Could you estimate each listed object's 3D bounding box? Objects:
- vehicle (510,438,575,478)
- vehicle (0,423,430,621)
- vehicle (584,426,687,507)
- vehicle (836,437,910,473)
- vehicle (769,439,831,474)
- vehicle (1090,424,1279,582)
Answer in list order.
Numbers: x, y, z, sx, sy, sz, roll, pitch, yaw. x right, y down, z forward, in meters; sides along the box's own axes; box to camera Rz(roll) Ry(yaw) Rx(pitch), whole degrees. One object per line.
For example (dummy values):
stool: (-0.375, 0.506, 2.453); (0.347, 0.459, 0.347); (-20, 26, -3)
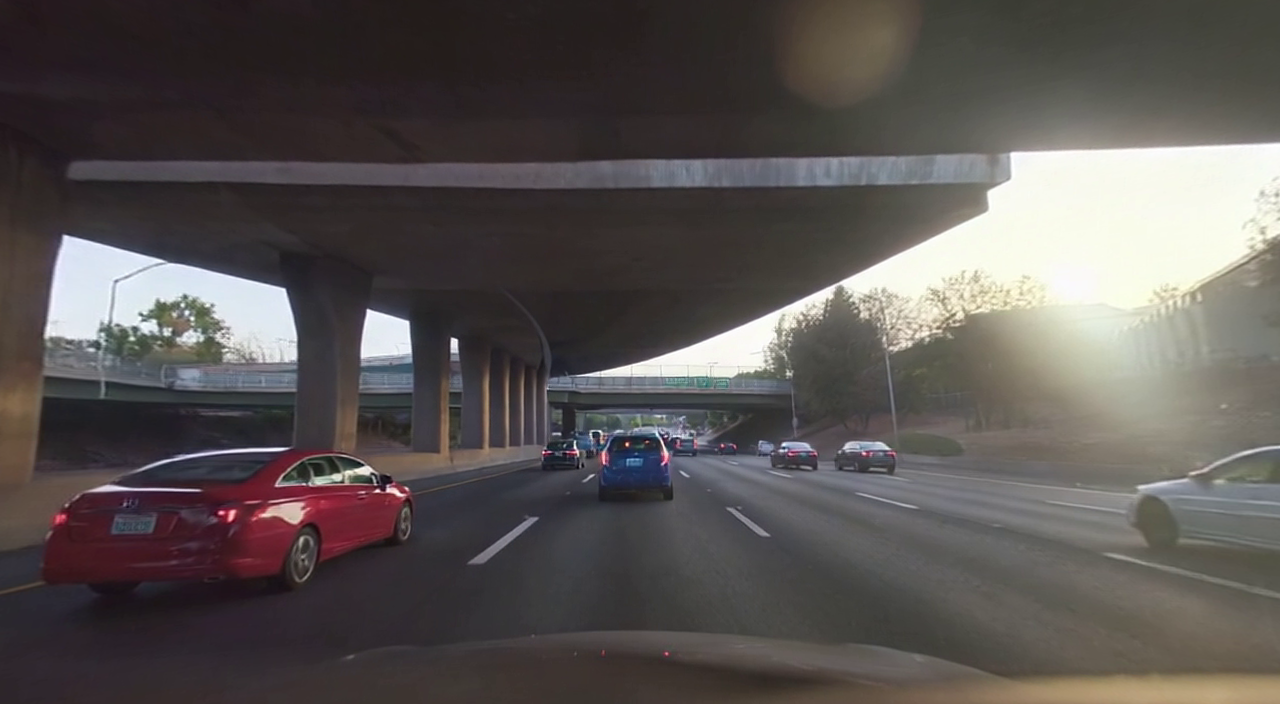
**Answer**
vehicle: (-3.957, 4.372, 26.170); (1.947, 1.516, 4.295); (0, -9, 1)
vehicle: (-4.107, 1.629, 7.061); (1.974, 1.478, 4.412); (0, -9, 0)
vehicle: (-0.081, 2.726, 15.369); (2.181, 1.697, 4.021); (0, -9, 0)
vehicle: (11.546, 5.123, 31.528); (1.992, 1.625, 4.359); (1, -9, -1)
vehicle: (7.385, 4.853, 29.421); (1.880, 1.526, 3.641); (0, -9, 0)
vehicle: (7.274, 1.518, 6.386); (2.049, 1.521, 4.604); (0, -9, 1)
